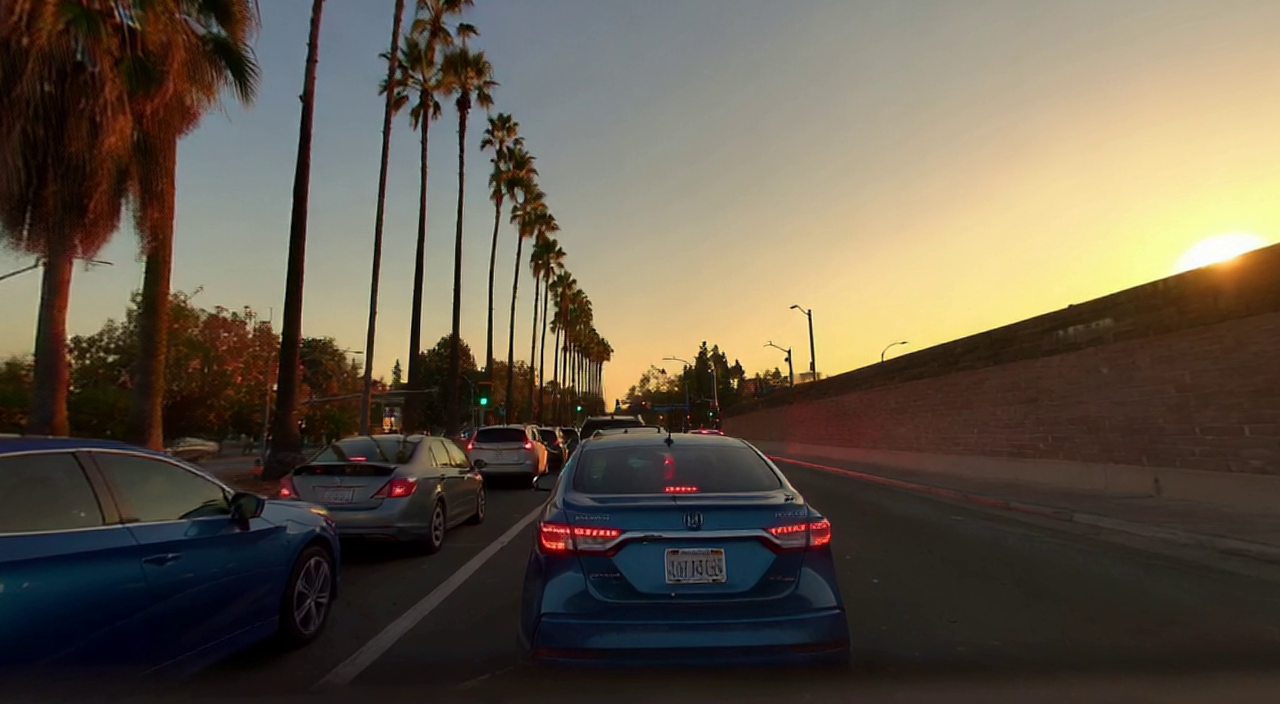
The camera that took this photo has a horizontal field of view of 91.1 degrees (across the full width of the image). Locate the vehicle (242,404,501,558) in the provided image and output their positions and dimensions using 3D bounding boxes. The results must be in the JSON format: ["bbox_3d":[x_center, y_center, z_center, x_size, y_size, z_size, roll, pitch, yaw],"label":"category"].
[{"bbox_3d":[-3.527,1.777,9.295,2.055,1.746,4.136,0,-8,-1],"label":"vehicle"}]

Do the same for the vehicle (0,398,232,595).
[{"bbox_3d":[-6.670,1.406,6.409,1.963,1.721,4.662,0,-8,-2],"label":"vehicle"}]

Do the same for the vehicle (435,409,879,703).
[{"bbox_3d":[0.039,1.337,5.215,2.128,1.473,4.272,0,-8,-1],"label":"vehicle"}]
